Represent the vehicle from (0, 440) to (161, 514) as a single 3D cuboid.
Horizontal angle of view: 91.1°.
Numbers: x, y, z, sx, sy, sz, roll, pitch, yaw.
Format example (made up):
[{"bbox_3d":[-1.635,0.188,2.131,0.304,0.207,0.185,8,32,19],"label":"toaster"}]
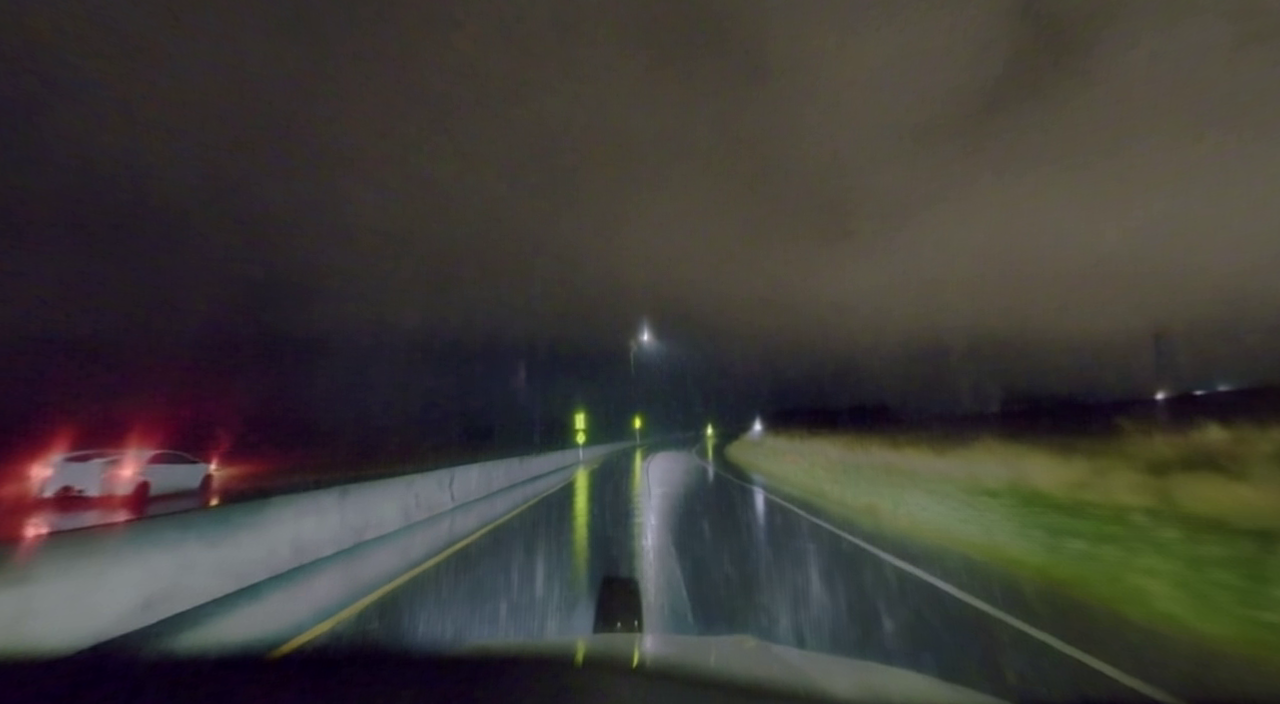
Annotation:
[{"bbox_3d":[-14.169,2.952,15.248,1.895,1.451,4.168,-3,-7,-1],"label":"vehicle"}]
